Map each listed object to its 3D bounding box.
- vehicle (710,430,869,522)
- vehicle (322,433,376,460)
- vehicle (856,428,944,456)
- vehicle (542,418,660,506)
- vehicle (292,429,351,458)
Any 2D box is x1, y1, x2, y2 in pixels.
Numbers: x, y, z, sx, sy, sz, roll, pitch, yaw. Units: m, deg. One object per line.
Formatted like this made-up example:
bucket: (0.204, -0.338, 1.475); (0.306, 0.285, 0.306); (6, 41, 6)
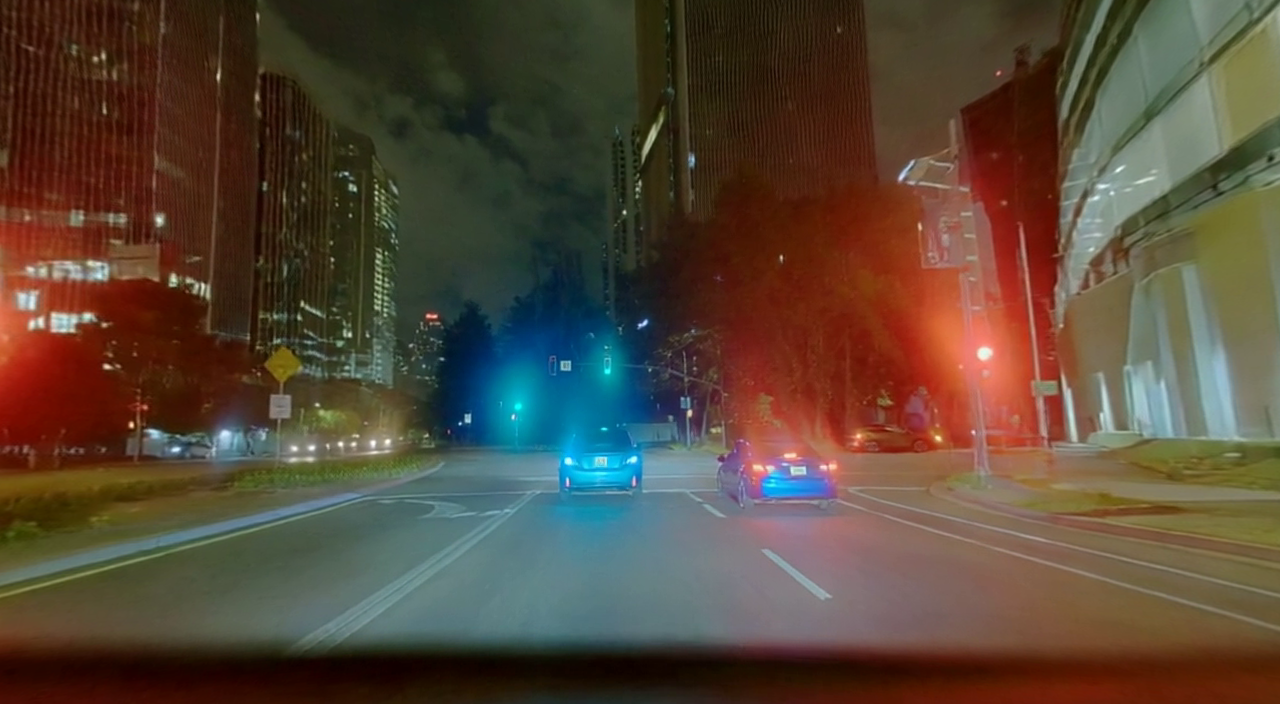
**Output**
vehicle: (2.719, 2.377, 12.671); (1.918, 1.479, 4.468); (0, -9, -2)
vehicle: (-20.244, 6.576, 44.158); (2.207, 1.765, 4.569); (1, -9, -10)
vehicle: (17.306, 6.053, 42.311); (5.023, 1.756, 2.001); (-1, -9, 9)
vehicle: (-0.902, 2.492, 14.654); (2.317, 1.713, 4.231); (1, -9, -4)
vehicle: (-24.229, 6.994, 48.390); (2.423, 1.974, 6.001); (-1, -8, -11)
